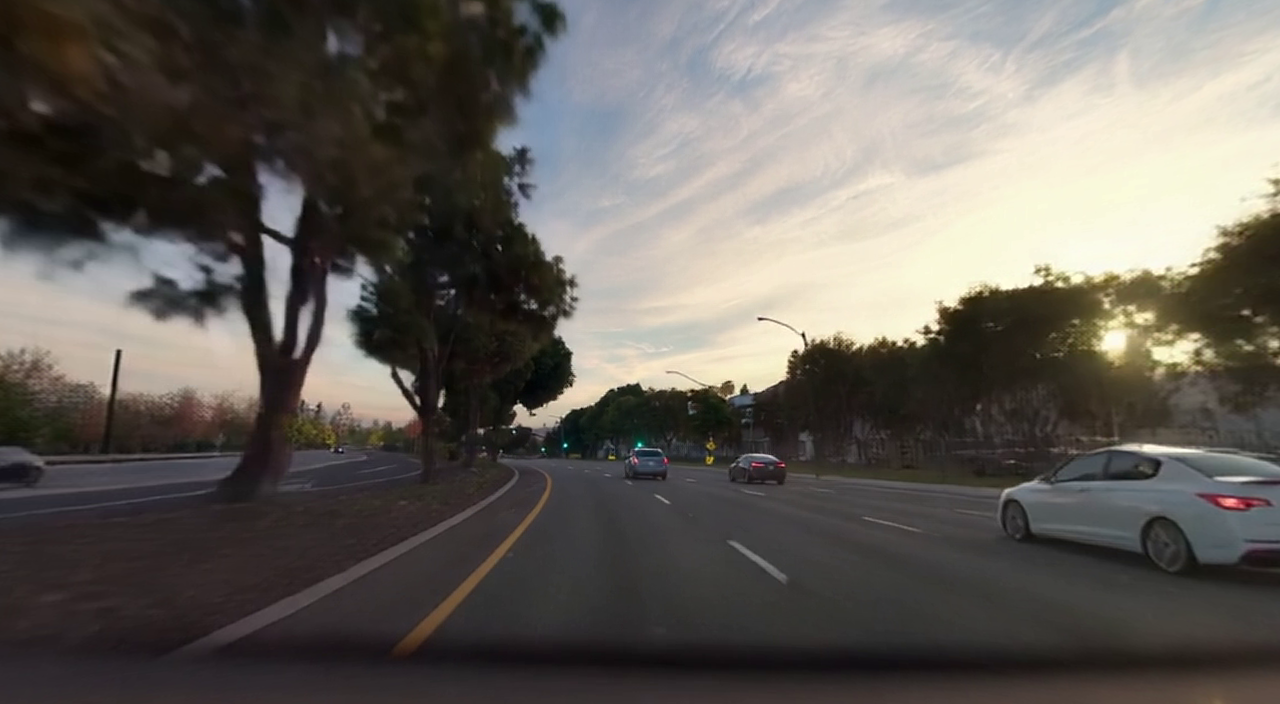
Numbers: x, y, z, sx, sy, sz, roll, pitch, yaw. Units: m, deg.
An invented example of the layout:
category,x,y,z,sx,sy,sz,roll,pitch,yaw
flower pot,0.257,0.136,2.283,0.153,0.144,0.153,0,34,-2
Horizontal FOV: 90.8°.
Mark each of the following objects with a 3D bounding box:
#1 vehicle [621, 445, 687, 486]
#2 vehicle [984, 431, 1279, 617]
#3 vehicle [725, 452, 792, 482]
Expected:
category,x,y,z,sx,sy,sz,roll,pitch,yaw
vehicle,0.508,5.121,28.831,2.122,1.646,4.525,1,-9,-10
vehicle,6.005,1.653,6.859,1.882,1.476,4.344,0,-9,-3
vehicle,6.315,6.168,34.139,1.940,1.460,4.652,1,-9,-11
